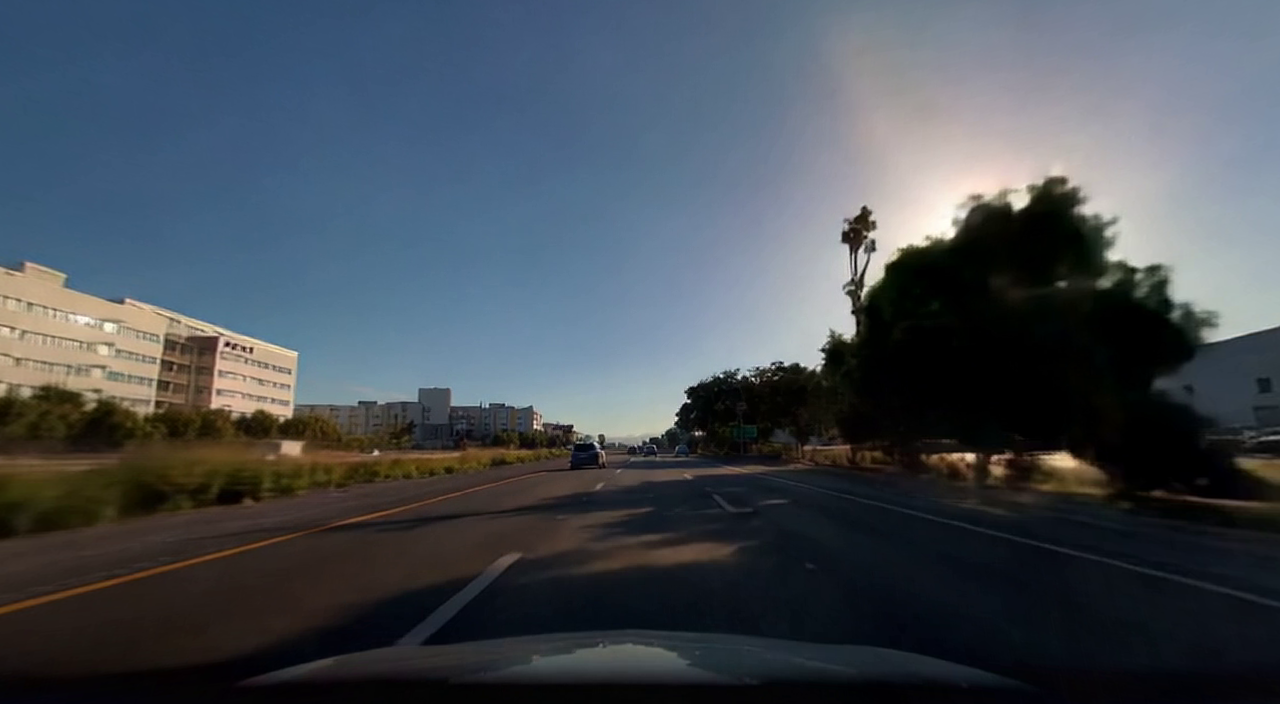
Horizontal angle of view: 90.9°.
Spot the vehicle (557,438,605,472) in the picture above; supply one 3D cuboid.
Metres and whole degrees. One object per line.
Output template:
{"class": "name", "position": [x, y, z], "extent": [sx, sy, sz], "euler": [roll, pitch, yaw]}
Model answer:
{"class": "vehicle", "position": [-3.358, 6.021, 37.064], "extent": [2.218, 1.850, 4.774], "euler": [-1, -9, 2]}
